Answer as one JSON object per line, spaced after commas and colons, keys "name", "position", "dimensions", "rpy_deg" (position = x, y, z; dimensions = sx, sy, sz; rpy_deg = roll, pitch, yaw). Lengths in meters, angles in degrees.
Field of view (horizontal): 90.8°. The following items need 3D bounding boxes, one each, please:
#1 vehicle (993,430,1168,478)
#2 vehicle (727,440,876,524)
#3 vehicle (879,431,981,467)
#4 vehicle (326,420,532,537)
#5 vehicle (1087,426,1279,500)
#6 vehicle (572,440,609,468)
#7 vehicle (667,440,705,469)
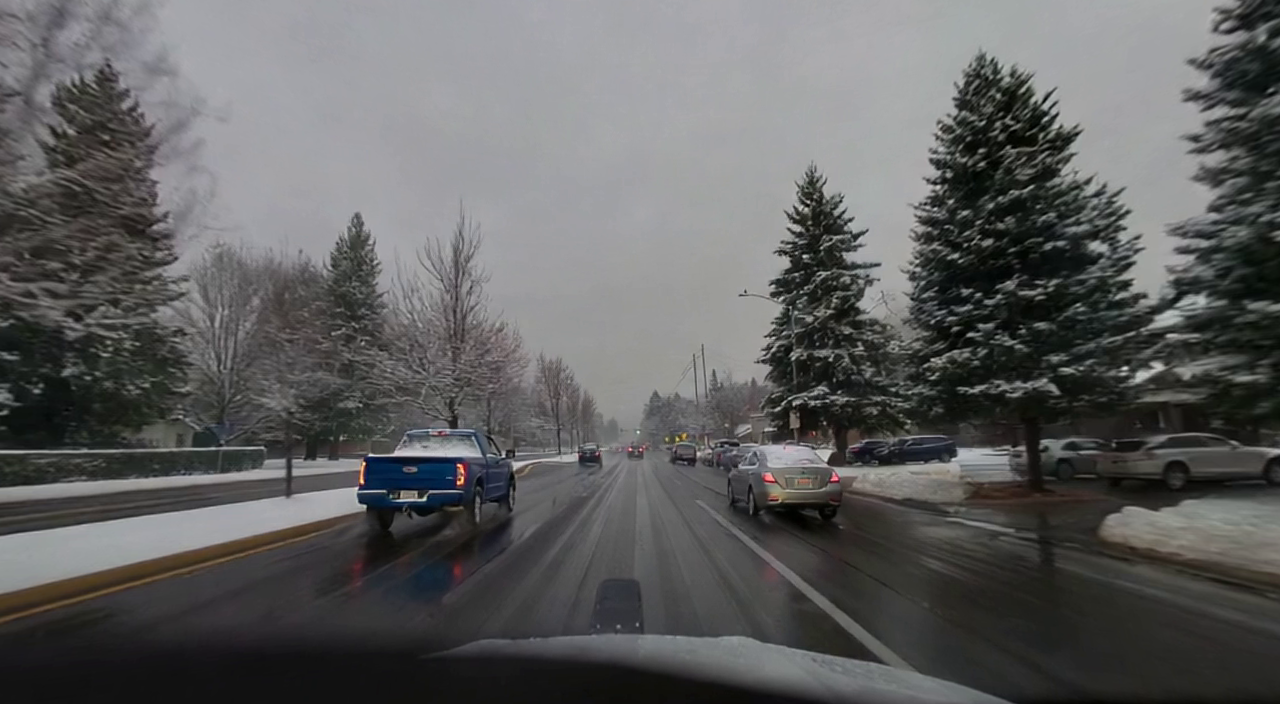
{"name": "vehicle", "position": [14.797, 3.422, 21.358], "dimensions": [4.634, 1.507, 1.928], "rpy_deg": [1, -8, -7]}
{"name": "vehicle", "position": [3.133, 2.596, 13.237], "dimensions": [1.884, 1.463, 4.195], "rpy_deg": [0, -8, -2]}
{"name": "vehicle", "position": [15.118, 5.060, 33.098], "dimensions": [4.320, 1.792, 1.989], "rpy_deg": [0, -8, -1]}
{"name": "vehicle", "position": [-3.645, 2.309, 12.252], "dimensions": [2.111, 1.745, 5.274], "rpy_deg": [0, -8, 1]}
{"name": "vehicle", "position": [13.800, 2.674, 15.440], "dimensions": [4.227, 1.669, 1.884], "rpy_deg": [0, -8, 0]}
{"name": "vehicle", "position": [-3.381, 7.095, 44.225], "dimensions": [2.218, 1.829, 4.492], "rpy_deg": [0, -8, 0]}
{"name": "vehicle", "position": [3.076, 6.908, 42.819], "dimensions": [2.099, 1.845, 4.363], "rpy_deg": [0, -8, -2]}
